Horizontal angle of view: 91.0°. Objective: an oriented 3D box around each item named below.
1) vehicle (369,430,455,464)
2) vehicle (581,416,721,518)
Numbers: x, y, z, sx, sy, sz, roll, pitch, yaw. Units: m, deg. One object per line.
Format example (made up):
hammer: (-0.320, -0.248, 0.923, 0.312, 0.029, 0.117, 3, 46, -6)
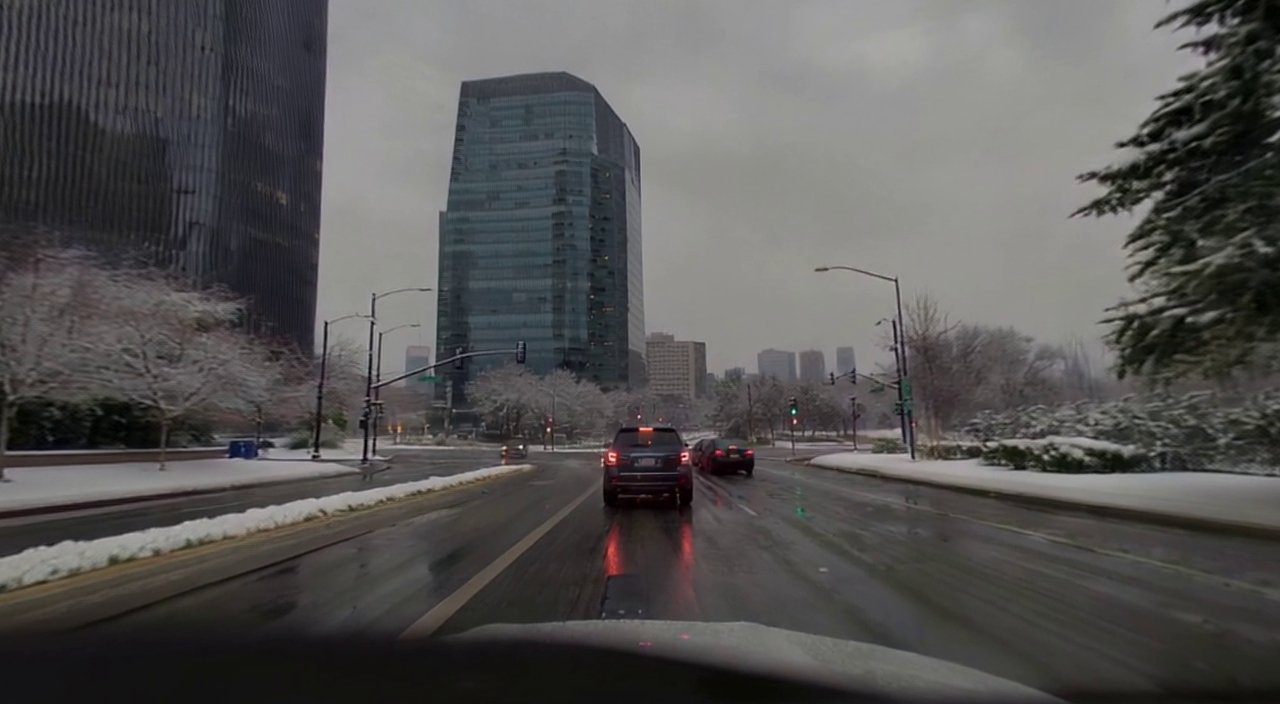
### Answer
vehicle: (-16.691, 6.924, 45.913, 6.448, 2.310, 2.717, -6, -11, 37)
vehicle: (0.223, 2.491, 14.078, 2.601, 1.878, 4.535, 0, -9, 0)
